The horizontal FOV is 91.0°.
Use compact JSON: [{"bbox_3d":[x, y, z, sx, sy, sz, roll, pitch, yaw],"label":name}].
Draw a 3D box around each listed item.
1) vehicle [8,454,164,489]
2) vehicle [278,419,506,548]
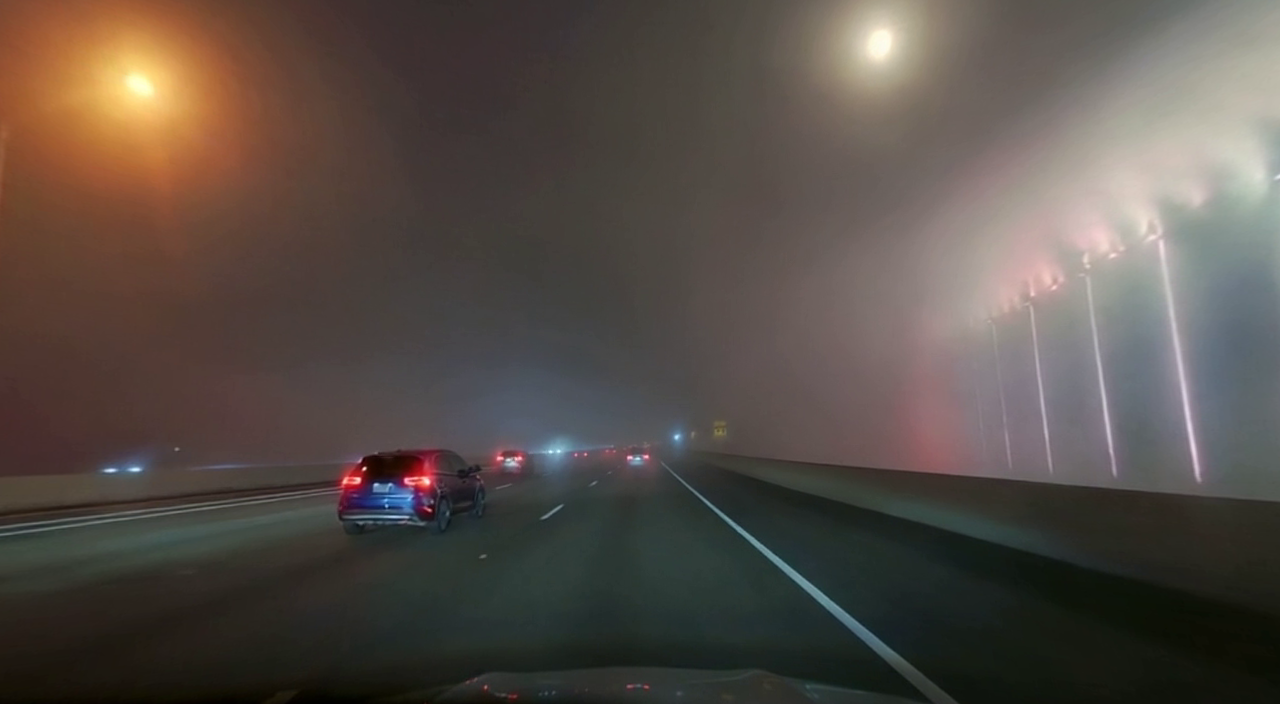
[{"bbox_3d":[-32.476,6.988,37.428,2.549,1.758,7.381,0,-9,0],"label":"vehicle"},{"bbox_3d":[-3.872,2.137,10.898,2.059,1.725,4.521,0,-9,0],"label":"vehicle"}]
